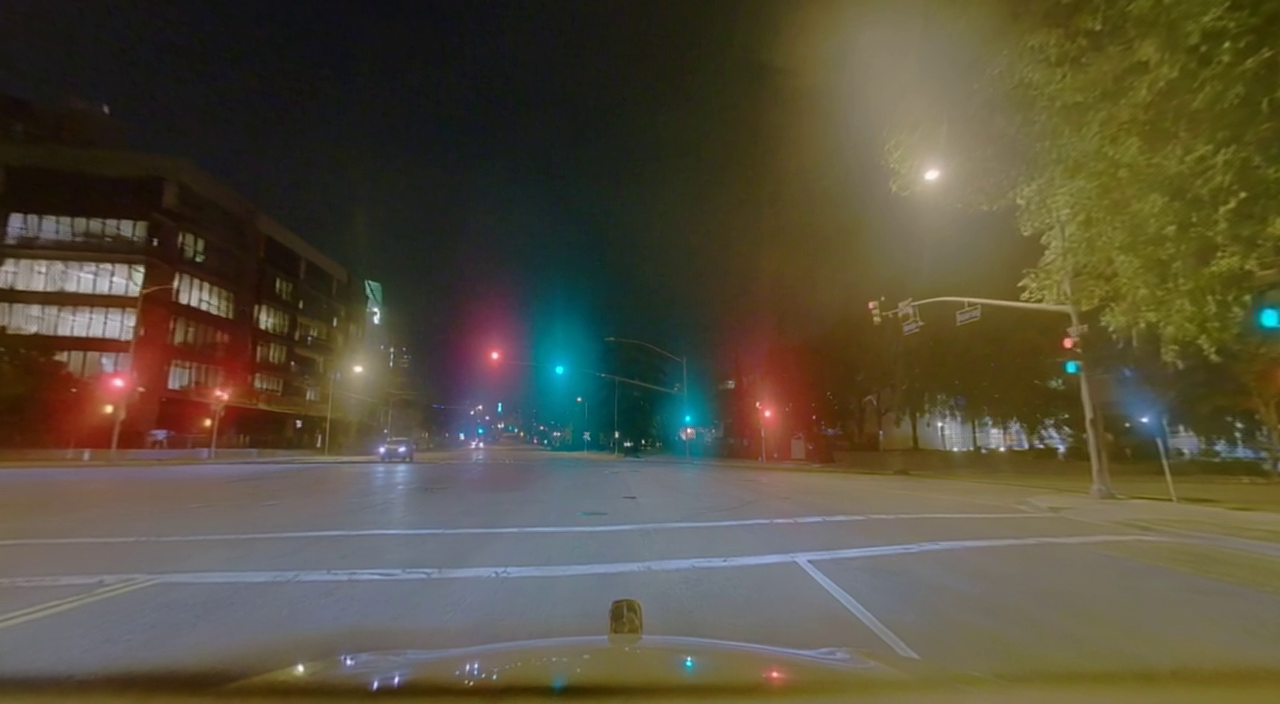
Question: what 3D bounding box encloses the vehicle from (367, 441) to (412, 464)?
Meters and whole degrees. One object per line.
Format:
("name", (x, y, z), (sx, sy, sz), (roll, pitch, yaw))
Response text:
("vehicle", (-17.157, 6.875, 43.511), (1.969, 1.464, 4.485), (1, -9, -10))
